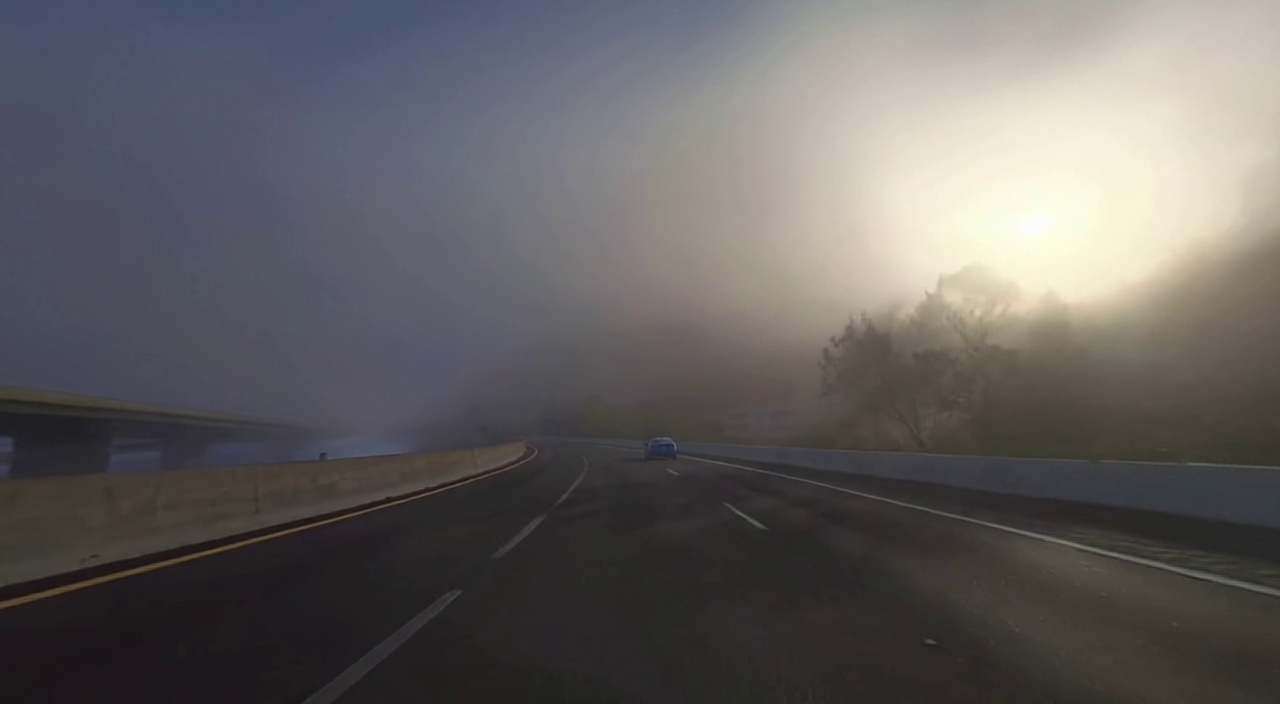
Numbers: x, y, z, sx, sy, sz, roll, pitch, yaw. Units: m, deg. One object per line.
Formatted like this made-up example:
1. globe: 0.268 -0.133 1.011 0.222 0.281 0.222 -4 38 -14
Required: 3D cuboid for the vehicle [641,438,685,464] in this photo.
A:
1. vehicle: 1.278 5.792 36.986 1.985 1.440 4.466 1 -8 -6
